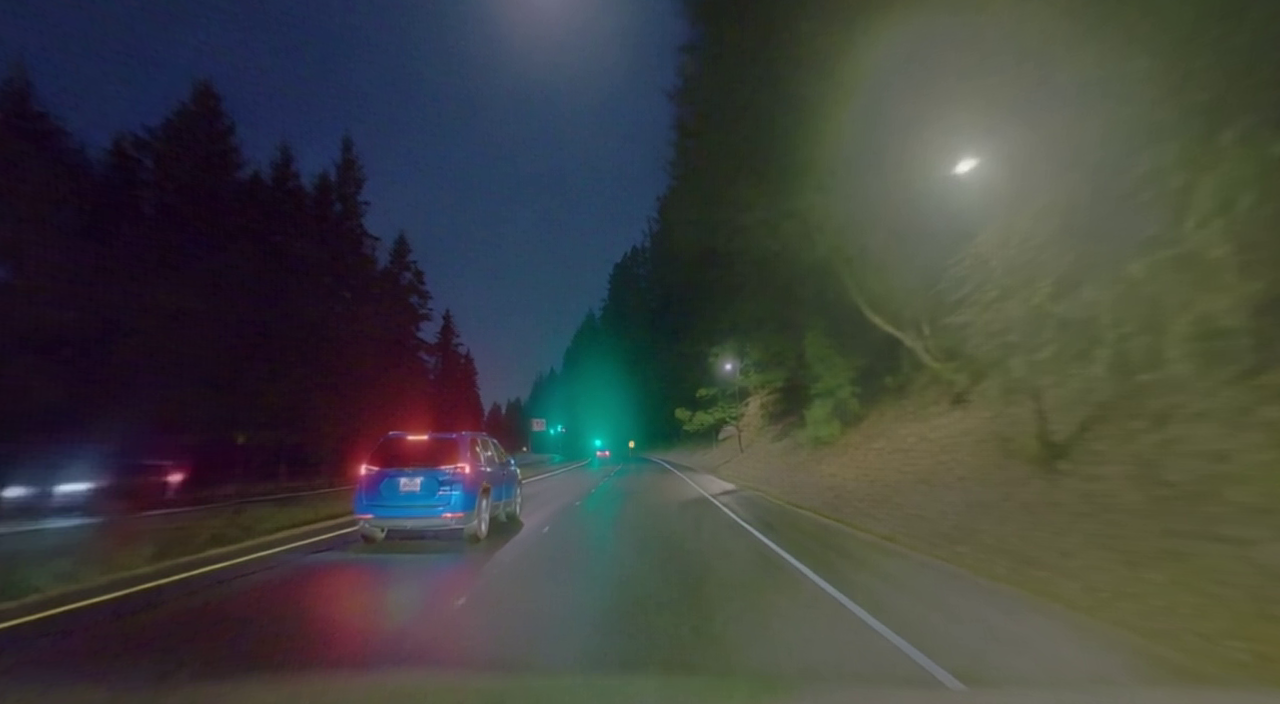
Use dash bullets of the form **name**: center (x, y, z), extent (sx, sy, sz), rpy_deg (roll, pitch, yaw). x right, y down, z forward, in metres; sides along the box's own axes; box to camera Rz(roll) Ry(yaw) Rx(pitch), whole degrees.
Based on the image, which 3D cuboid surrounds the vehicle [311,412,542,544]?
- **vehicle**: center (-3.426, 2.153, 11.510), extent (2.336, 1.857, 4.986), rpy_deg (0, -8, 2)
